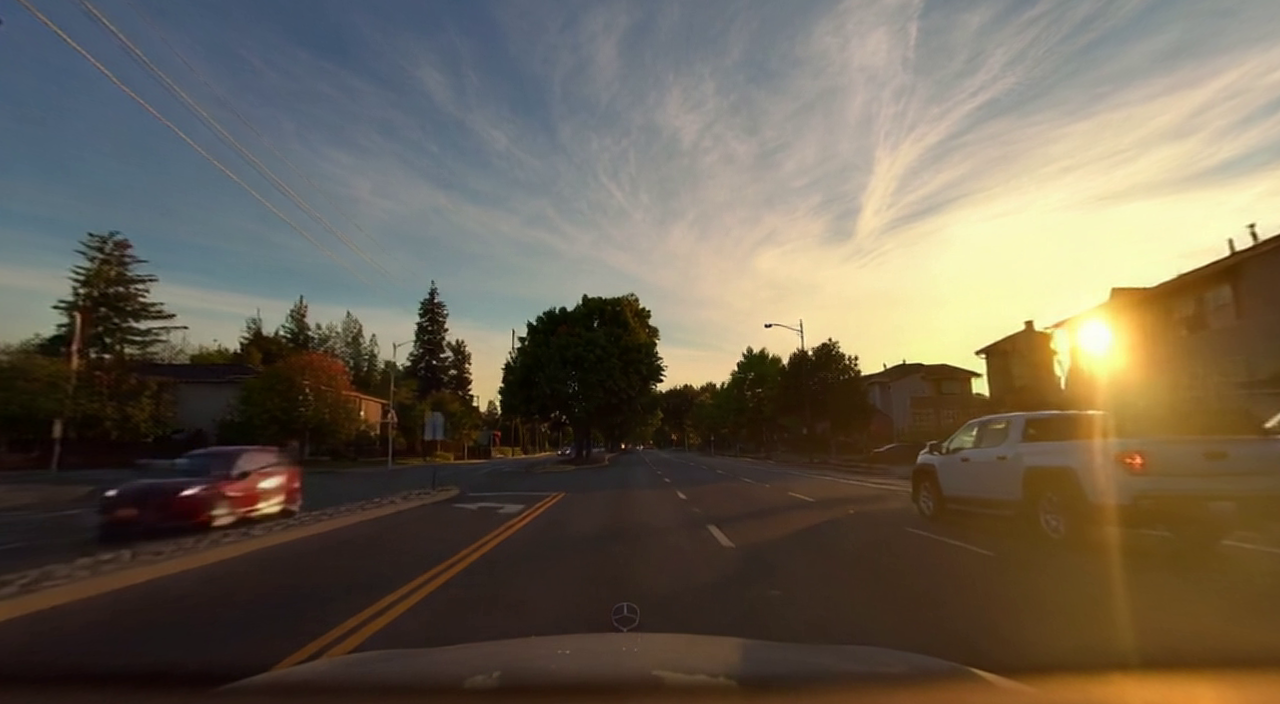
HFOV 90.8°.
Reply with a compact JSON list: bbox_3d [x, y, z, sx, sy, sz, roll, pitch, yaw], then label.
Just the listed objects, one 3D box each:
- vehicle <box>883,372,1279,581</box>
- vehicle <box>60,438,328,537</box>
[{"bbox_3d":[5.998,1.618,9.057,2.493,1.956,6.125,0,-9,-1],"label":"vehicle"},{"bbox_3d":[-8.536,2.593,12.772,2.140,1.609,4.460,0,-9,0],"label":"vehicle"}]
